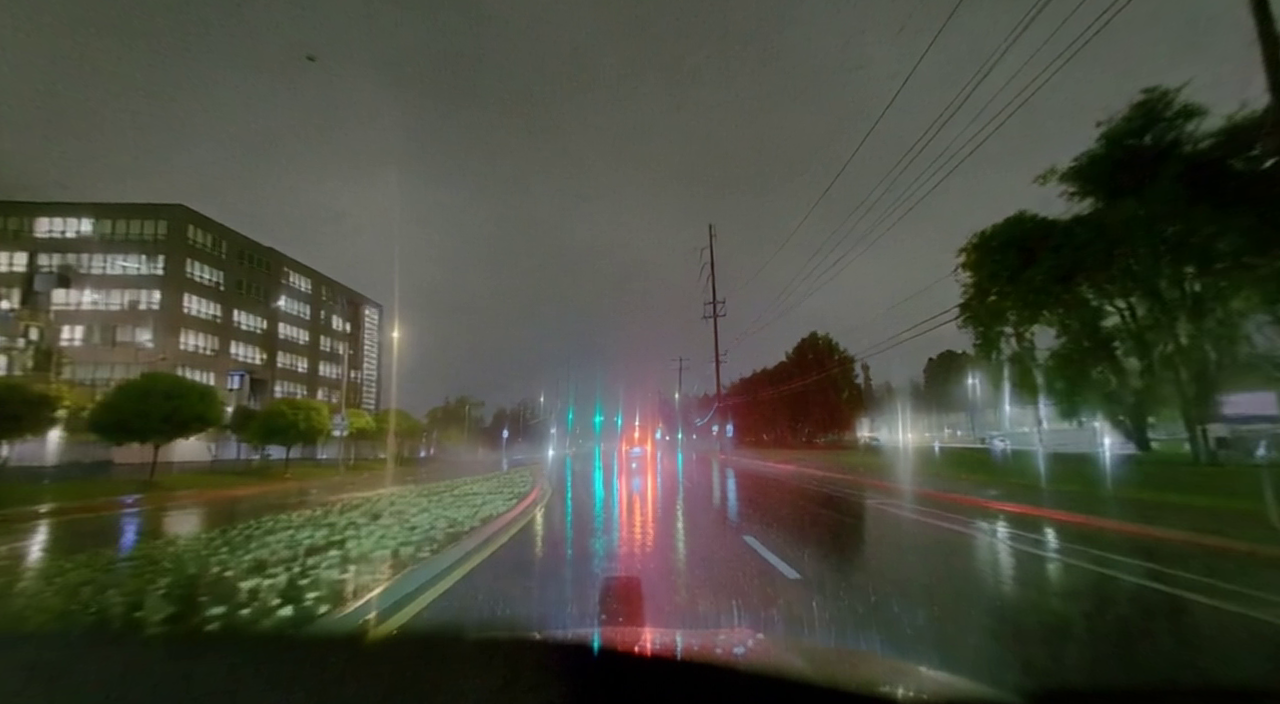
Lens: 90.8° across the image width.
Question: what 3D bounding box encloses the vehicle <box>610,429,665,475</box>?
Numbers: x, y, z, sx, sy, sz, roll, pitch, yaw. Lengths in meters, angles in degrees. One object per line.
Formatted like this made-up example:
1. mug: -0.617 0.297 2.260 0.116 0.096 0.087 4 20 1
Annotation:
1. vehicle: -0.114 4.275 27.122 2.189 1.776 4.342 0 -9 0

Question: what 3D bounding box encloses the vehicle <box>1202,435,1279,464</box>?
1. vehicle: 31.137 4.941 32.120 1.610 1.397 3.842 -1 -9 2
